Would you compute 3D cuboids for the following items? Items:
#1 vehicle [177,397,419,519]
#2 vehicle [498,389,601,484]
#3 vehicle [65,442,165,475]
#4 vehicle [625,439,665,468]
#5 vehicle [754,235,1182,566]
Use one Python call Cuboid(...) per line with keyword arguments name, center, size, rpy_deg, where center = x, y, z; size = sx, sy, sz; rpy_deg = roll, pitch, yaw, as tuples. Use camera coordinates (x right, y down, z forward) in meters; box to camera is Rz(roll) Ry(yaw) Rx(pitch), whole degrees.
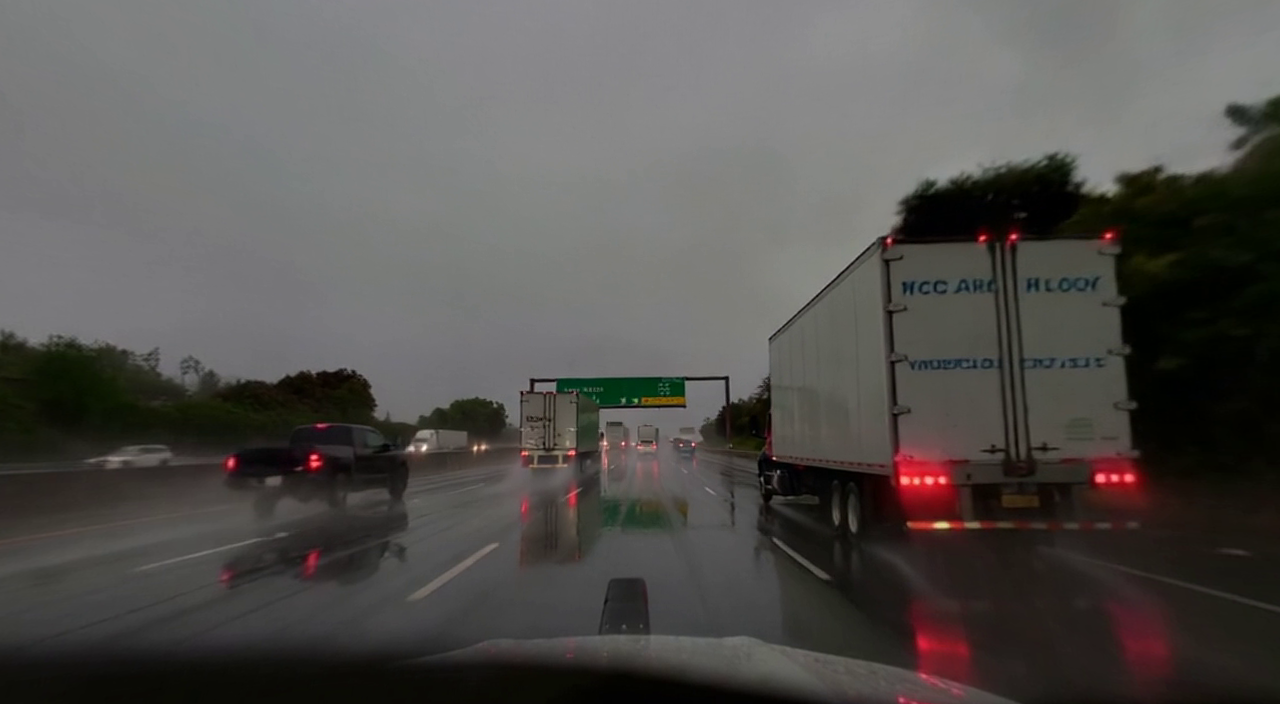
Cuboid(name="vehicle", center=(-7.193, 2.341, 14.291), size=(2.322, 2.195, 5.556), rpy_deg=(0, -8, 0))
Cuboid(name="vehicle", center=(-3.264, 3.379, 24.914), size=(2.745, 3.156, 7.608), rpy_deg=(0, -8, 1))
Cuboid(name="vehicle", center=(-31.693, 6.421, 38.303), size=(1.995, 1.814, 4.701), rpy_deg=(0, -8, 0))
Cuboid(name="vehicle", center=(0.251, 5.719, 35.675), size=(2.105, 1.502, 4.068), rpy_deg=(0, -8, 0))
Cuboid(name="vehicle", center=(4.043, 1.008, 10.410), size=(2.895, 3.484, 7.631), rpy_deg=(0, -8, 0))
